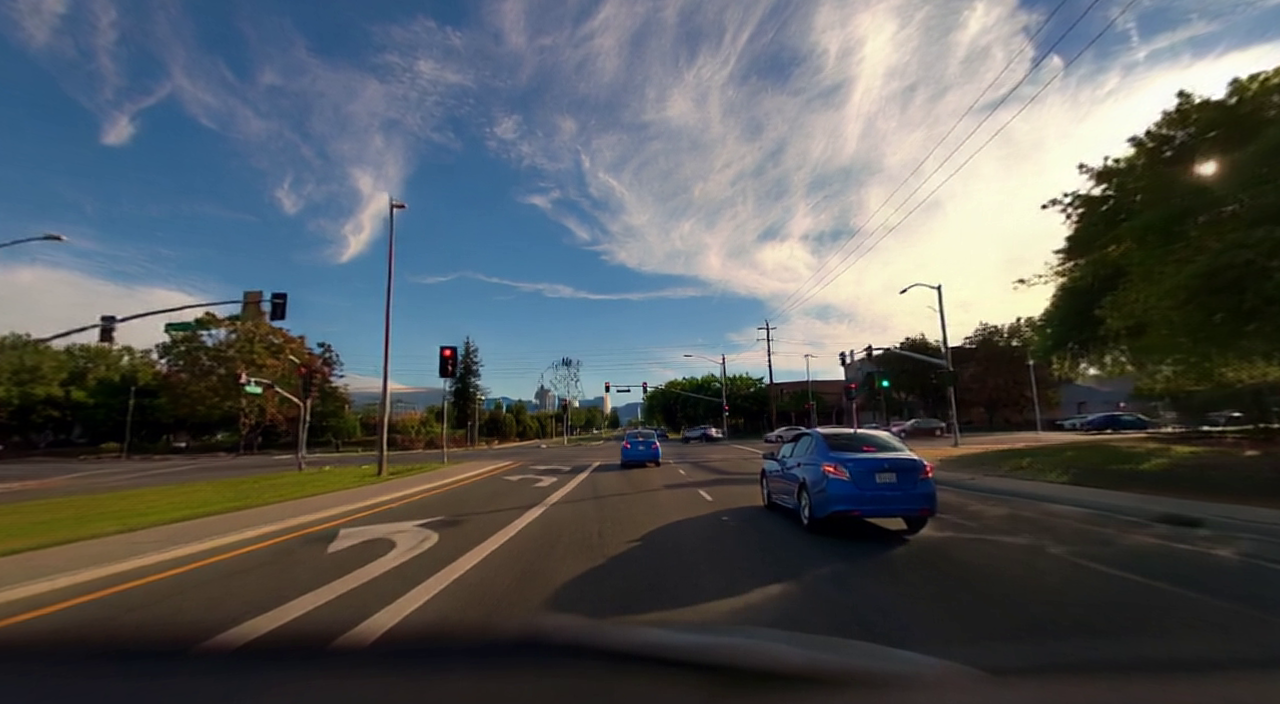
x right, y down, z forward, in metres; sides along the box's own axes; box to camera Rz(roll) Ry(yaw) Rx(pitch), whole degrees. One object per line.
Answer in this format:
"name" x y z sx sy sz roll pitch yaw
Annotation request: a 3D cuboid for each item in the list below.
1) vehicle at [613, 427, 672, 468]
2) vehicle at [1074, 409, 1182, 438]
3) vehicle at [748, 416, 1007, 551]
"vehicle" 0.105 3.729 24.635 2.110 1.466 3.860 0 -8 0
"vehicle" 33.461 4.958 43.417 5.668 1.925 2.384 1 -8 -6
"vehicle" 2.954 1.749 9.048 2.004 1.448 4.263 0 -8 -1
